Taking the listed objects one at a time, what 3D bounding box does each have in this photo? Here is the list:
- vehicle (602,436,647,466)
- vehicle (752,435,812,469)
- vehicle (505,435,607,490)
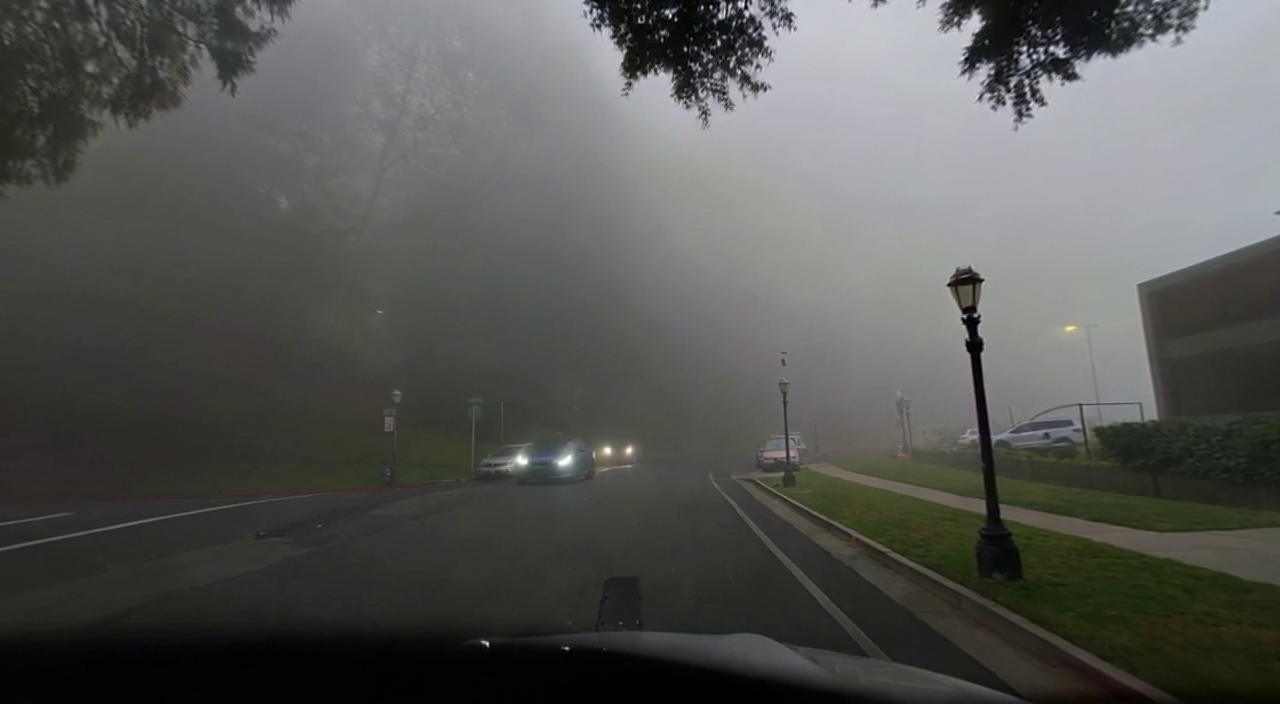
[{"bbox_3d":[-0.854,5.939,37.997,2.110,1.651,4.410,-1,-9,7],"label":"vehicle"},{"bbox_3d":[6.680,4.744,30.204,1.918,1.461,4.419,0,-8,1],"label":"vehicle"},{"bbox_3d":[-2.491,3.439,20.018,2.056,1.508,4.596,-1,-9,7],"label":"vehicle"}]
